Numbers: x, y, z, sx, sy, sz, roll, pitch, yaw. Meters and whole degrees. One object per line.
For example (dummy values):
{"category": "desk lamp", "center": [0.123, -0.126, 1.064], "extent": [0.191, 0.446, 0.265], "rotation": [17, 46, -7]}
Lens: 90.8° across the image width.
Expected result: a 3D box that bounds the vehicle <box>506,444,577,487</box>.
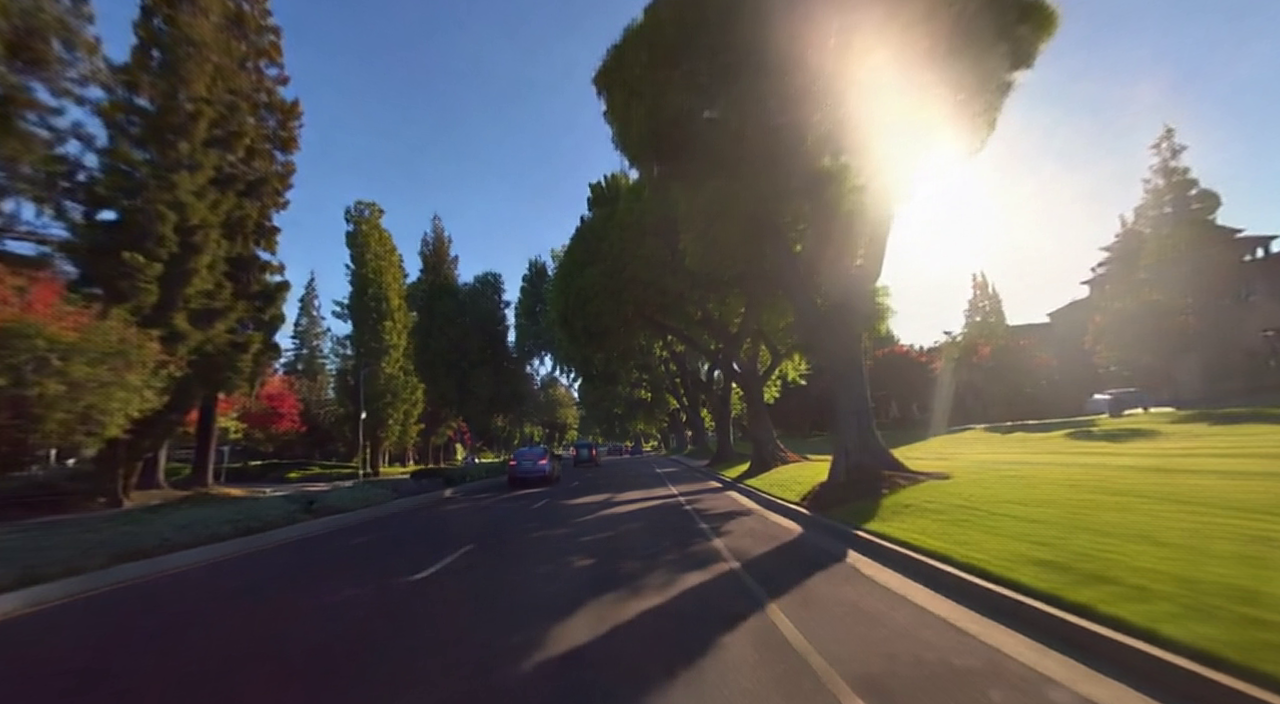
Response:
{"category": "vehicle", "center": [-3.583, 4.197, 23.734], "extent": [1.932, 1.431, 4.144], "rotation": [0, -8, 1]}
